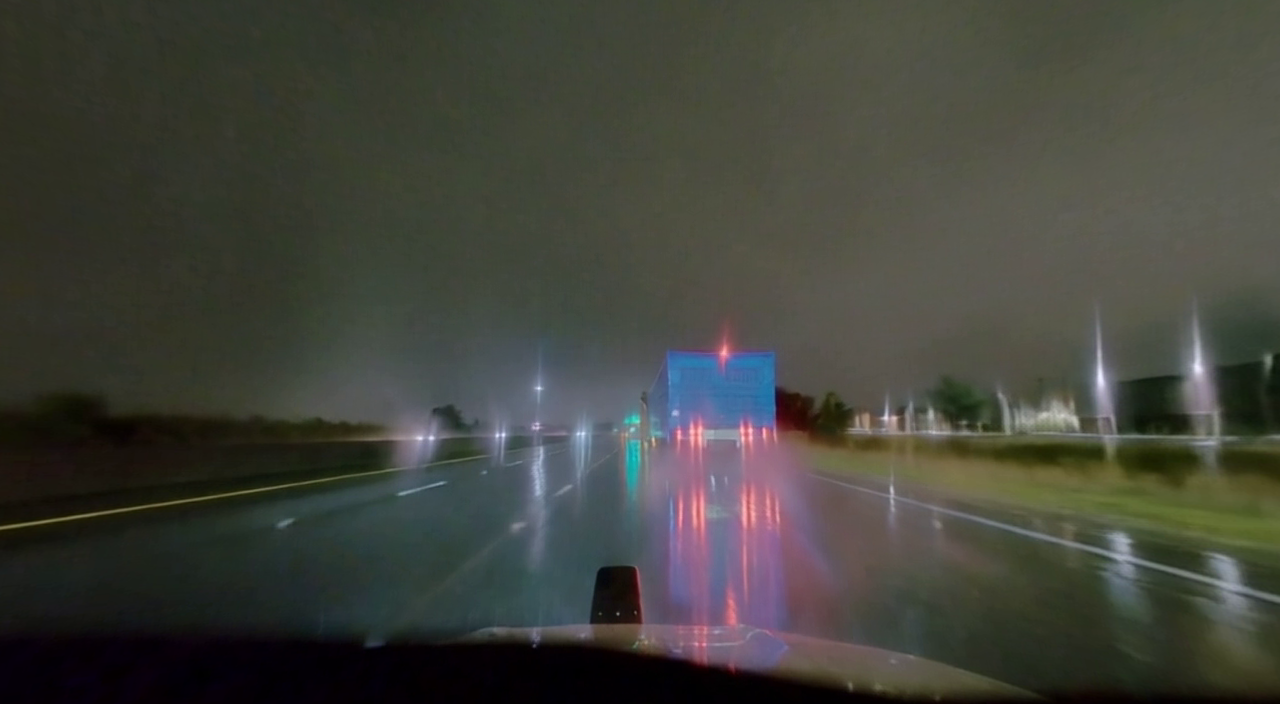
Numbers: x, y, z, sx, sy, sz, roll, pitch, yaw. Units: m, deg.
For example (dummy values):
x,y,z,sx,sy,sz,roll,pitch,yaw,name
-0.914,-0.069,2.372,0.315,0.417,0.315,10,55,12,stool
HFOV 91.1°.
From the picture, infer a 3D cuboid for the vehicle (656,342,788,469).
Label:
x,y,z,sx,sy,sz,roll,pitch,yaw,name
2.531,2.357,24.377,3.446,3.698,12.089,0,-8,0,vehicle
